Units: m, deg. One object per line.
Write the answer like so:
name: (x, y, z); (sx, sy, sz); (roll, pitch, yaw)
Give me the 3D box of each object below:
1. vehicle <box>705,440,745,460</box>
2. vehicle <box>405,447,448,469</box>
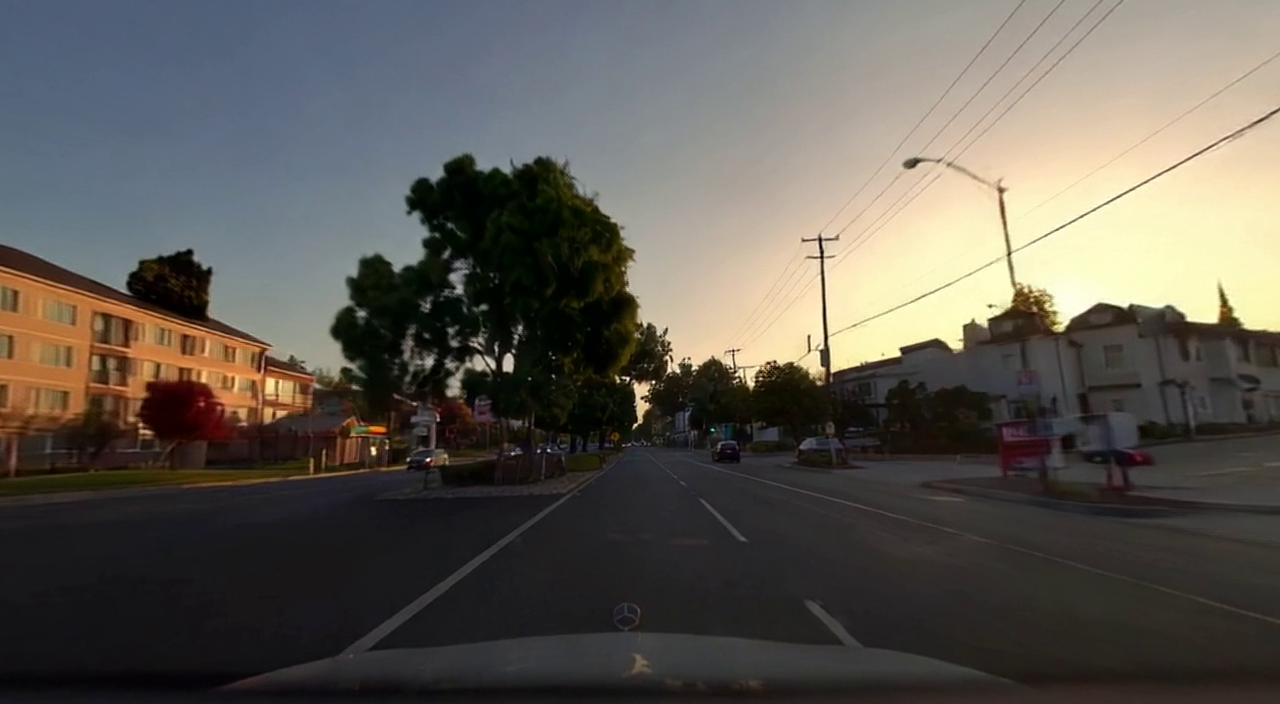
vehicle: (6.383, 7.428, 47.944); (2.261, 1.479, 4.403); (0, -8, -2)
vehicle: (-16.322, 8.095, 48.516); (1.916, 1.545, 3.896); (0, -8, -1)
